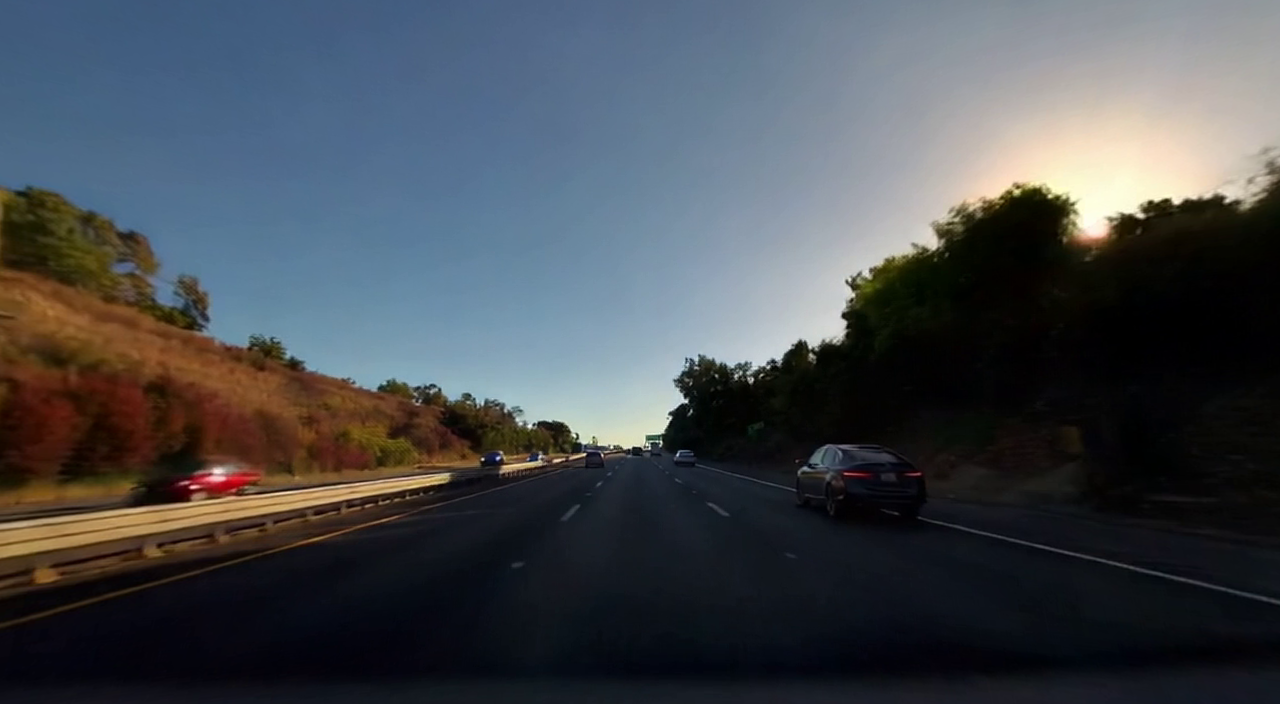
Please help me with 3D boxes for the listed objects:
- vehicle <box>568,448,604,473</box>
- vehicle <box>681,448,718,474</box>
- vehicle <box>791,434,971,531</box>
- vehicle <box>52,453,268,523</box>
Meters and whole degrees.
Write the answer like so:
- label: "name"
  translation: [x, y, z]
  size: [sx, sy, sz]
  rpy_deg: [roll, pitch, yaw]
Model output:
- label: "vehicle"
  translation: [-3.499, 7.093, 41.398]
  size: [2.021, 1.507, 4.272]
  rpy_deg: [0, -9, 0]
- label: "vehicle"
  translation: [3.627, 6.751, 39.309]
  size: [1.846, 1.480, 3.694]
  rpy_deg: [0, -9, -2]
- label: "vehicle"
  translation: [4.452, 2.457, 12.406]
  size: [1.903, 1.566, 3.866]
  rpy_deg: [0, -9, -1]
- label: "vehicle"
  translation: [-11.894, 3.343, 16.157]
  size: [1.918, 1.488, 4.565]
  rpy_deg: [0, -9, 0]
